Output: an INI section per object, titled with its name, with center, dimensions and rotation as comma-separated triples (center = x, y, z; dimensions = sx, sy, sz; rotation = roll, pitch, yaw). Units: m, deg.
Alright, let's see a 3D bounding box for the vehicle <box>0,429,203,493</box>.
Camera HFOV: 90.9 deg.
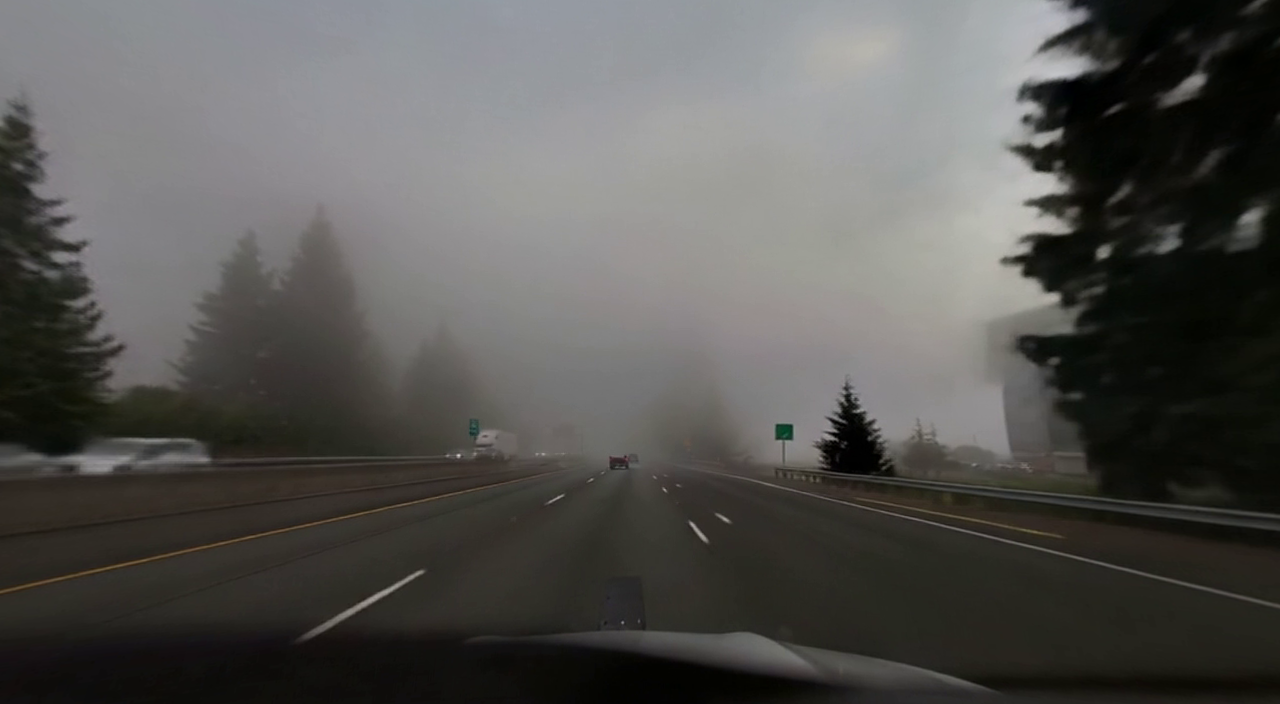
[vehicle]
center = -14.439, 2.936, 17.135
dimensions = 1.870, 1.489, 4.417
rotation = 0, -9, 1
